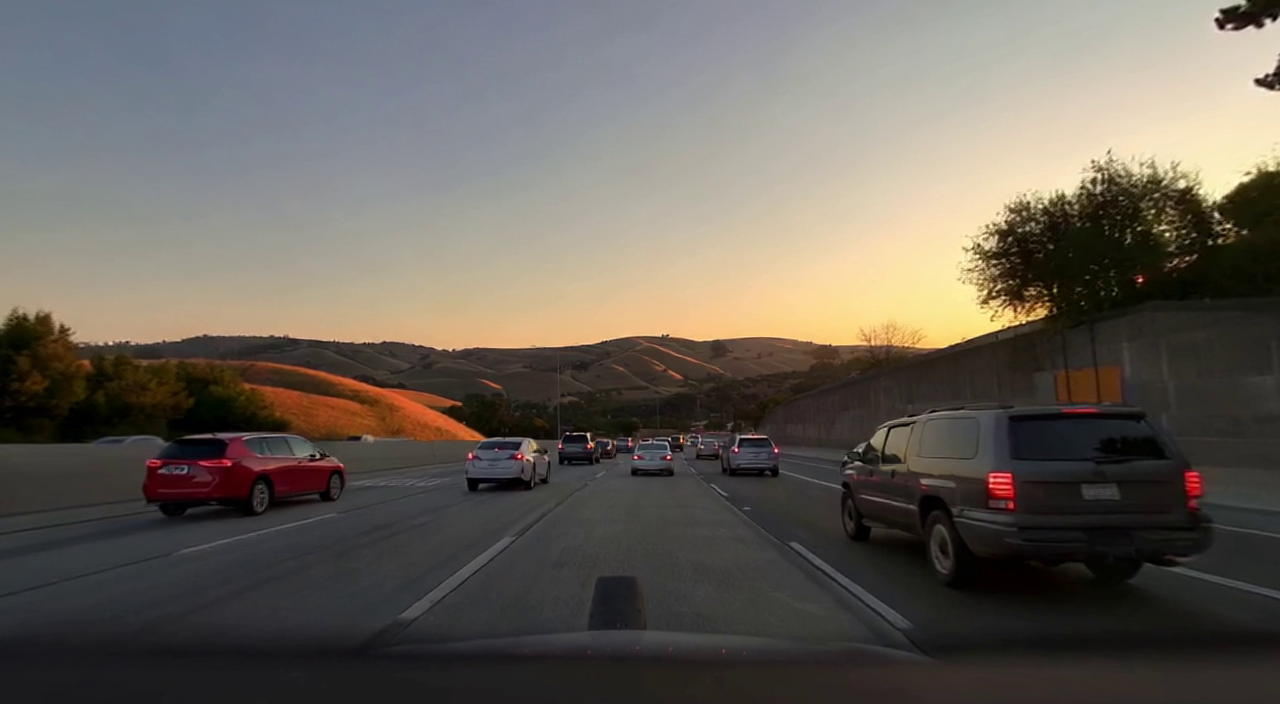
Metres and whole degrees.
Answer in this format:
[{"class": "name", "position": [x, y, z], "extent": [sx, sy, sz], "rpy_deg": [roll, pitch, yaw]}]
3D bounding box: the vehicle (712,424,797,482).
[{"class": "vehicle", "position": [3.745, 3.405, 21.500], "extent": [2.046, 1.765, 4.534], "rpy_deg": [0, -8, 0]}]

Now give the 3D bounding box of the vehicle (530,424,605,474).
[{"class": "vehicle", "position": [-2.961, 4.109, 26.980], "extent": [2.301, 1.902, 5.374], "rpy_deg": [0, -8, 3]}]

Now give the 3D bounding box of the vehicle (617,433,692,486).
[{"class": "vehicle", "position": [0.441, 3.330, 19.876], "extent": [2.105, 1.471, 4.349], "rpy_deg": [0, -8, 1]}]

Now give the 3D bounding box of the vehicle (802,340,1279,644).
[{"class": "vehicle", "position": [3.515, 1.246, 6.666], "extent": [2.266, 1.929, 5.194], "rpy_deg": [0, -8, 1]}]

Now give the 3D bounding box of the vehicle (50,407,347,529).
[{"class": "vehicle", "position": [-7.713, 2.075, 11.845], "extent": [2.017, 1.810, 4.782], "rpy_deg": [0, -8, 1]}]

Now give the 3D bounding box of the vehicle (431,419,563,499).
[{"class": "vehicle", "position": [-3.362, 2.629, 15.876], "extent": [2.179, 1.723, 4.410], "rpy_deg": [0, -8, 1]}]
